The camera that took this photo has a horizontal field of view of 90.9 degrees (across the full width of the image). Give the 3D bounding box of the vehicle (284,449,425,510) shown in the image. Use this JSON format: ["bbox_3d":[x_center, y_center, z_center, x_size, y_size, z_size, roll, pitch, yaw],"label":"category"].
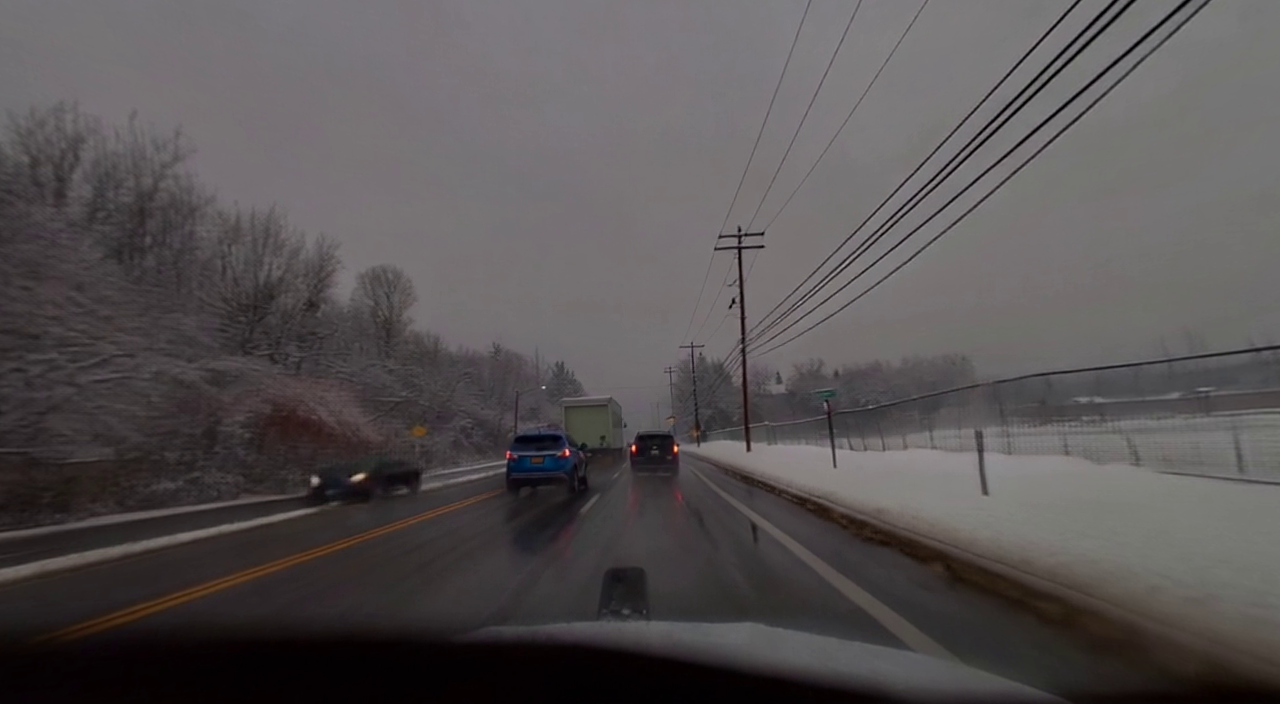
[{"bbox_3d":[-8.239,3.693,18.729,2.081,1.568,4.265,-1,-9,1],"label":"vehicle"}]

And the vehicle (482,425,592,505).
[{"bbox_3d":[-2.591,3.001,17.093,2.093,1.832,4.508,-1,-9,2],"label":"vehicle"}]

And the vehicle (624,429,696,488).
[{"bbox_3d":[0.627,3.532,21.053,2.174,1.749,4.113,-1,-9,1],"label":"vehicle"}]

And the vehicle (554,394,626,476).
[{"bbox_3d":[-2.394,4.592,34.124,2.928,3.658,10.953,0,-9,0],"label":"vehicle"}]
